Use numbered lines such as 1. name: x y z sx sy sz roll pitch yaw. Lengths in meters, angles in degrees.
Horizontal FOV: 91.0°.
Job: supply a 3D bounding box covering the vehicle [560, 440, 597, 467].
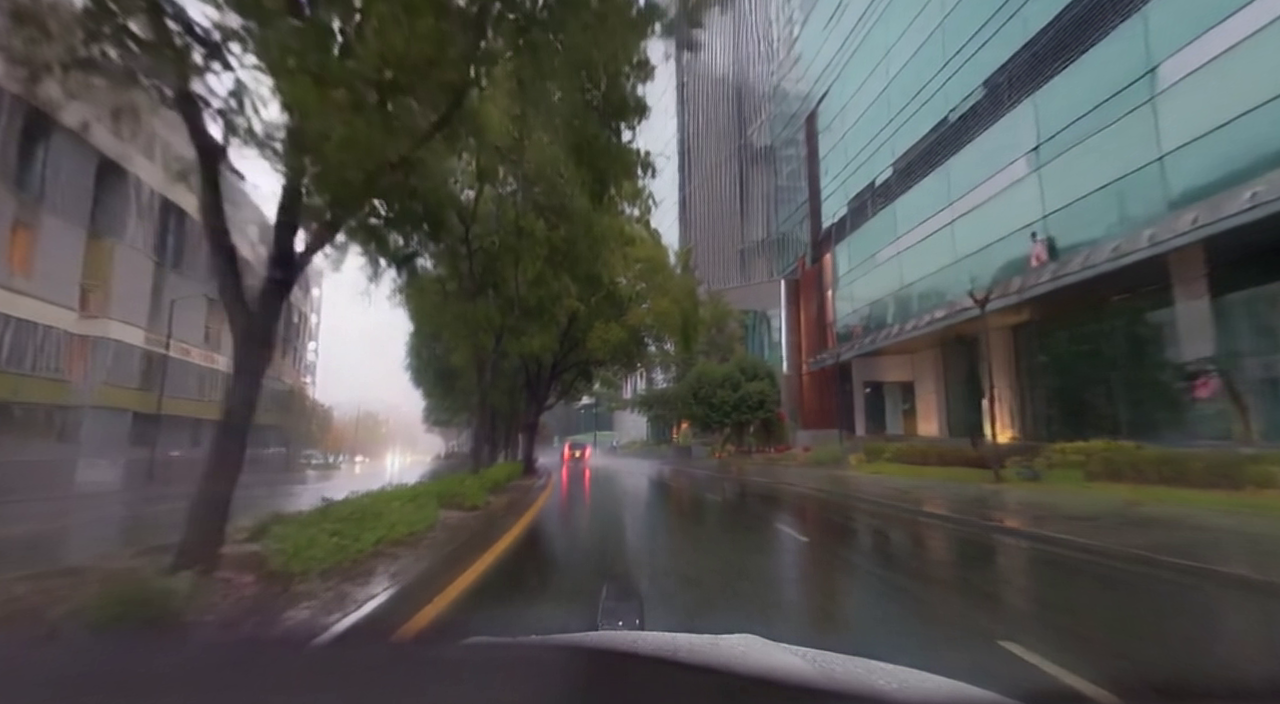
1. vehicle: -4.586 7.405 46.104 2.129 1.816 4.851 2 -8 -12
